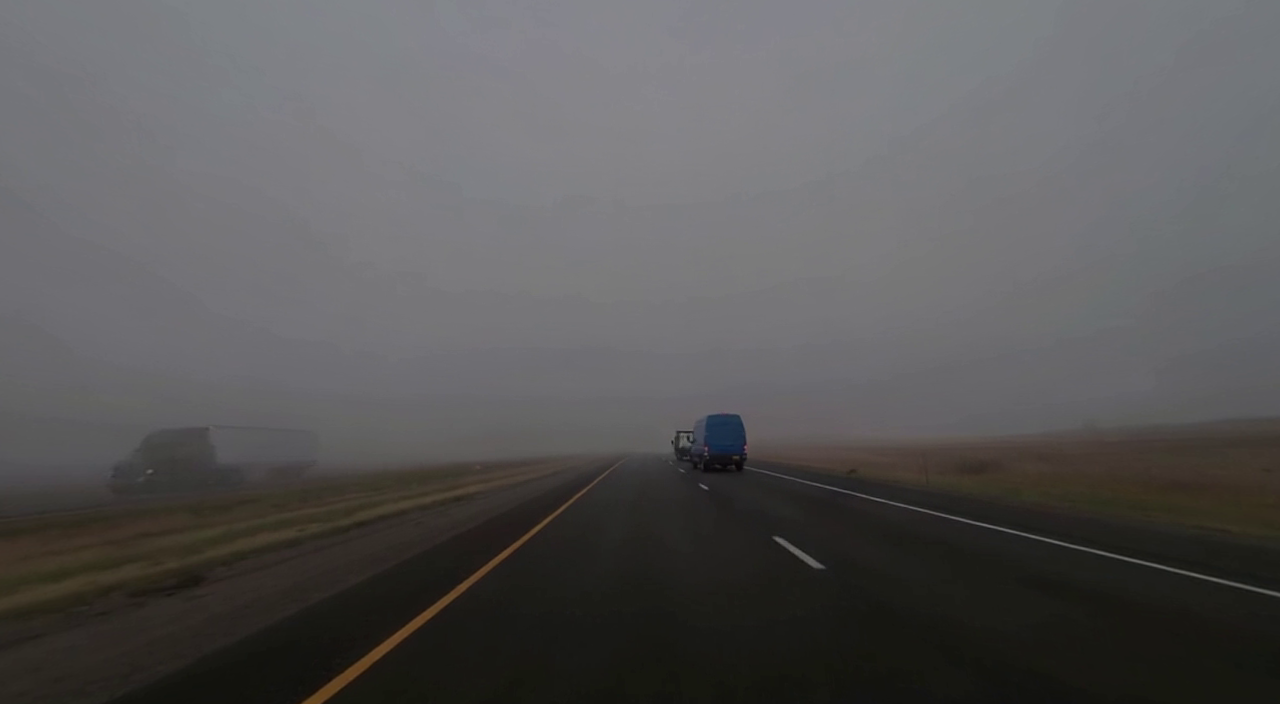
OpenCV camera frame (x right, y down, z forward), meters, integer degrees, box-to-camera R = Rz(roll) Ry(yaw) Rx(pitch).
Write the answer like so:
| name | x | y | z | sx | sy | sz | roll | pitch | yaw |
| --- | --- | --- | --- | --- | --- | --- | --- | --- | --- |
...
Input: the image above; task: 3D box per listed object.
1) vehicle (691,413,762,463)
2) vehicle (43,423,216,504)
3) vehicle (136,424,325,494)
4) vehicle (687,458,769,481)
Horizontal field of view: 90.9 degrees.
| name | x | y | z | sx | sy | sz | roll | pitch | yaw |
| --- | --- | --- | --- | --- | --- | --- | --- | --- | --- |
| vehicle | 3.837 | 4.060 | 29.263 | 2.444 | 2.053 | 5.616 | -1 | -9 | 0 |
| vehicle | -28.452 | 6.206 | 35.851 | 3.012 | 4.006 | 7.964 | 0 | -8 | 0 |
| vehicle | -28.527 | 7.597 | 45.847 | 2.897 | 4.119 | 16.263 | 0 | -8 | 0 |
| vehicle | 3.863 | 5.390 | 29.222 | 2.702 | 0.824 | 6.391 | 0 | -8 | -2 |
